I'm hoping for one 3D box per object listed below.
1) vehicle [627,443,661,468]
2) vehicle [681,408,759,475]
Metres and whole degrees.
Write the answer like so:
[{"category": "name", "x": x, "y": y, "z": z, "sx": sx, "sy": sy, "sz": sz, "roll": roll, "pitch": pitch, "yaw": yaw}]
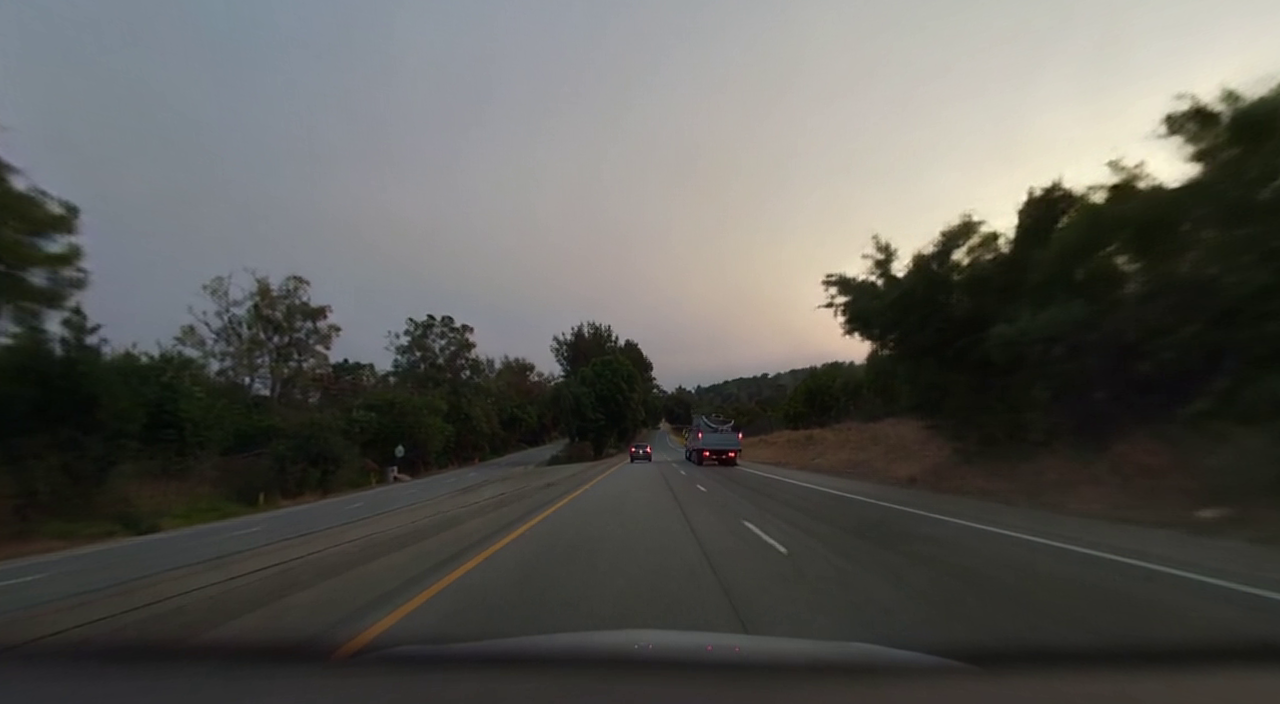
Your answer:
[{"category": "vehicle", "x": 0.265, "y": 6.895, "z": 41.921, "sx": 2.170, "sy": 1.544, "sz": 4.373, "roll": 0, "pitch": -8, "yaw": 0}, {"category": "vehicle", "x": 4.101, "y": 4.889, "z": 34.211, "sx": 3.015, "sy": 3.211, "sz": 7.982, "roll": 0, "pitch": -8, "yaw": -1}]
